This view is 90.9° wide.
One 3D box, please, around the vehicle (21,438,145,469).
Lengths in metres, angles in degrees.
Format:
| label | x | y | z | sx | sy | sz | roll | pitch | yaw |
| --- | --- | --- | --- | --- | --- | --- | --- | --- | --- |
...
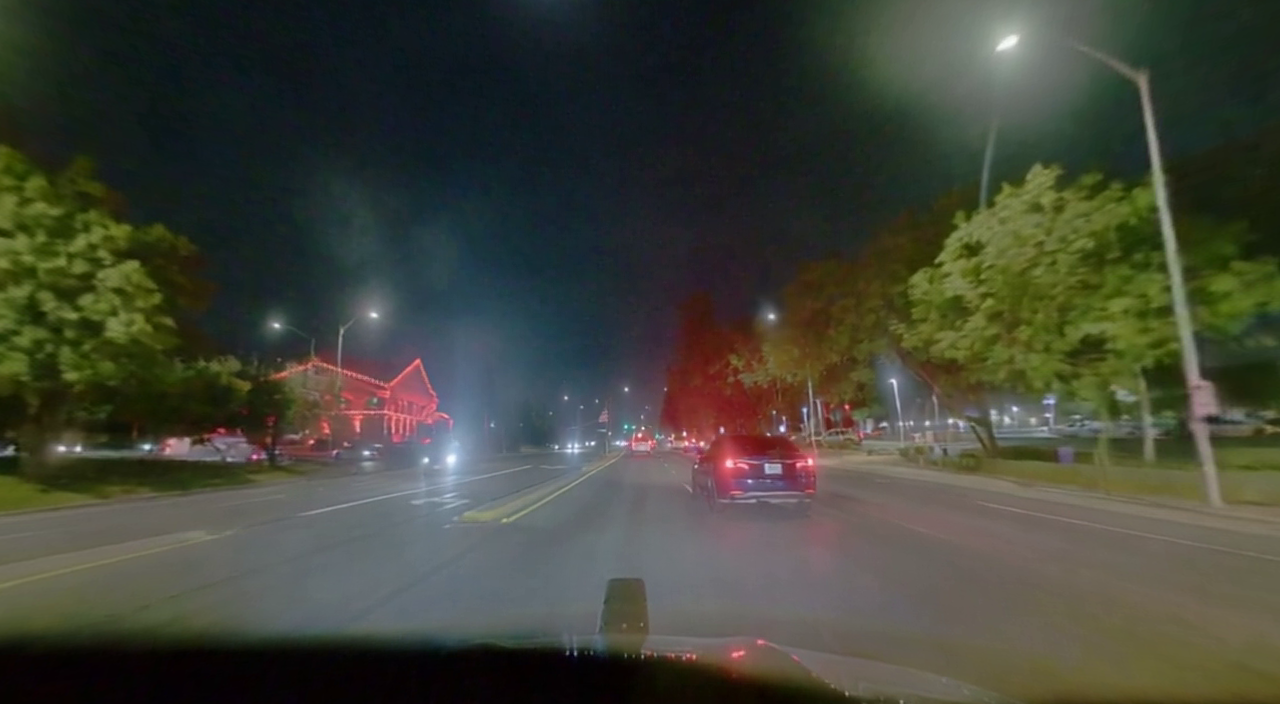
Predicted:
| label | x | y | z | sx | sy | sz | roll | pitch | yaw |
| --- | --- | --- | --- | --- | --- | --- | --- | --- | --- |
| vehicle | -36.723 | 6.725 | 41.701 | 5.748 | 1.927 | 2.252 | 0 | -9 | -5 |

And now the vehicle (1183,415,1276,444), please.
| label | x | y | z | sx | sy | sz | roll | pitch | yaw |
| --- | --- | --- | --- | --- | --- | --- | --- | --- | --- |
| vehicle | 32.910 | 4.400 | 35.361 | 1.888 | 1.467 | 4.425 | -3 | -8 | 16 |

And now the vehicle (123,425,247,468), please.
| label | x | y | z | sx | sy | sz | roll | pitch | yaw |
| --- | --- | --- | --- | --- | --- | --- | --- | --- | --- |
| vehicle | -35.046 | 7.274 | 48.763 | 7.010 | 3.172 | 3.077 | 0 | -8 | -1 |

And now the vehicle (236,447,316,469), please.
| label | x | y | z | sx | sy | sz | roll | pitch | yaw |
| --- | --- | --- | --- | --- | --- | --- | --- | --- | --- |
| vehicle | -23.329 | 6.796 | 40.460 | 4.077 | 1.342 | 1.813 | -1 | -9 | 4 |

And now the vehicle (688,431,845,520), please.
| label | x | y | z | sx | sy | sz | roll | pitch | yaw |
| --- | --- | --- | --- | --- | --- | --- | --- | --- | --- |
| vehicle | 2.320 | 2.440 | 13.047 | 2.091 | 1.472 | 4.697 | 0 | -8 | -3 |

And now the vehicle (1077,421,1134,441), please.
| label | x | y | z | sx | sy | sz | roll | pitch | yaw |
| --- | --- | --- | --- | --- | --- | --- | --- | --- | --- |
| vehicle | 35.114 | 6.012 | 47.703 | 1.842 | 1.473 | 4.620 | -2 | -8 | 15 |
